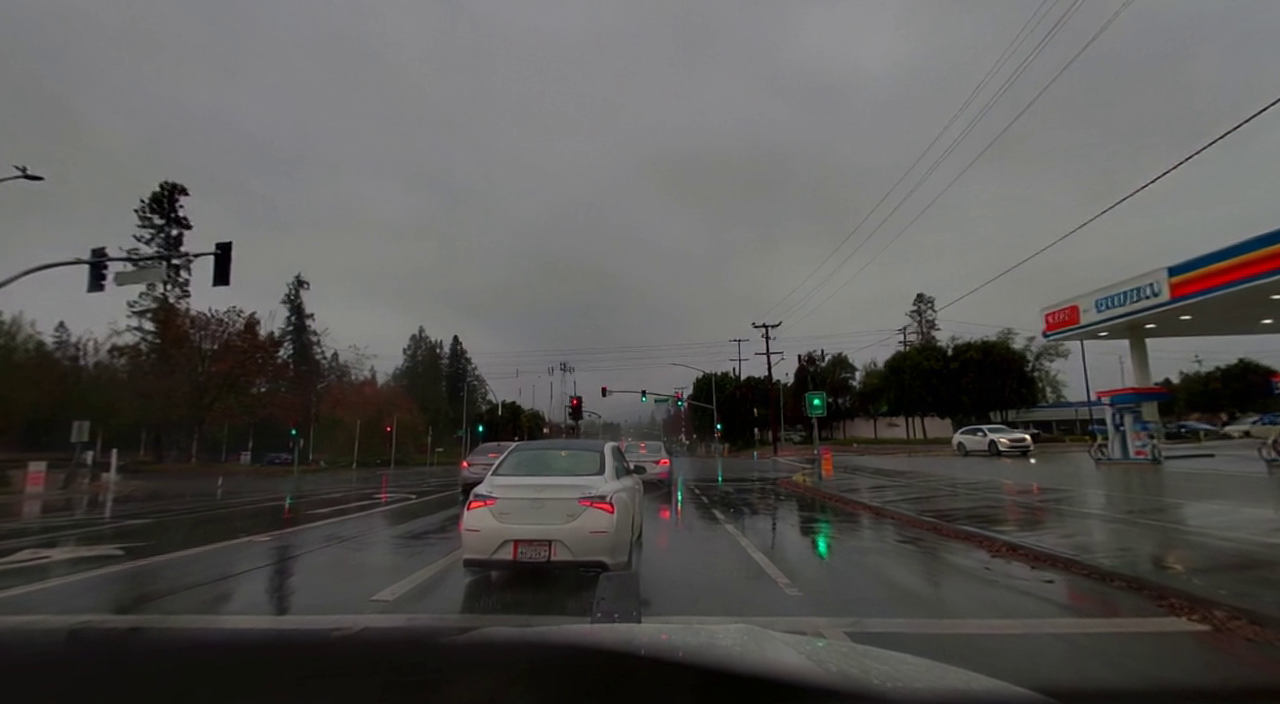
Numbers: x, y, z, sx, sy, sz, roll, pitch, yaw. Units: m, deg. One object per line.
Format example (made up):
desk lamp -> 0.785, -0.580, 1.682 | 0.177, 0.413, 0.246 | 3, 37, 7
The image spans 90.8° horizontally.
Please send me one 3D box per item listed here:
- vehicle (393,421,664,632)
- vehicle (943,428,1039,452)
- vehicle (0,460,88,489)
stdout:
vehicle -> -0.744, 1.604, 6.908 | 1.916, 1.510, 4.447 | -1, -8, 3
vehicle -> 22.325, 5.630, 40.294 | 4.874, 1.502, 2.048 | 0, -8, -1
vehicle -> -35.216, 7.031, 36.615 | 1.796, 1.440, 4.802 | -1, -8, 4
